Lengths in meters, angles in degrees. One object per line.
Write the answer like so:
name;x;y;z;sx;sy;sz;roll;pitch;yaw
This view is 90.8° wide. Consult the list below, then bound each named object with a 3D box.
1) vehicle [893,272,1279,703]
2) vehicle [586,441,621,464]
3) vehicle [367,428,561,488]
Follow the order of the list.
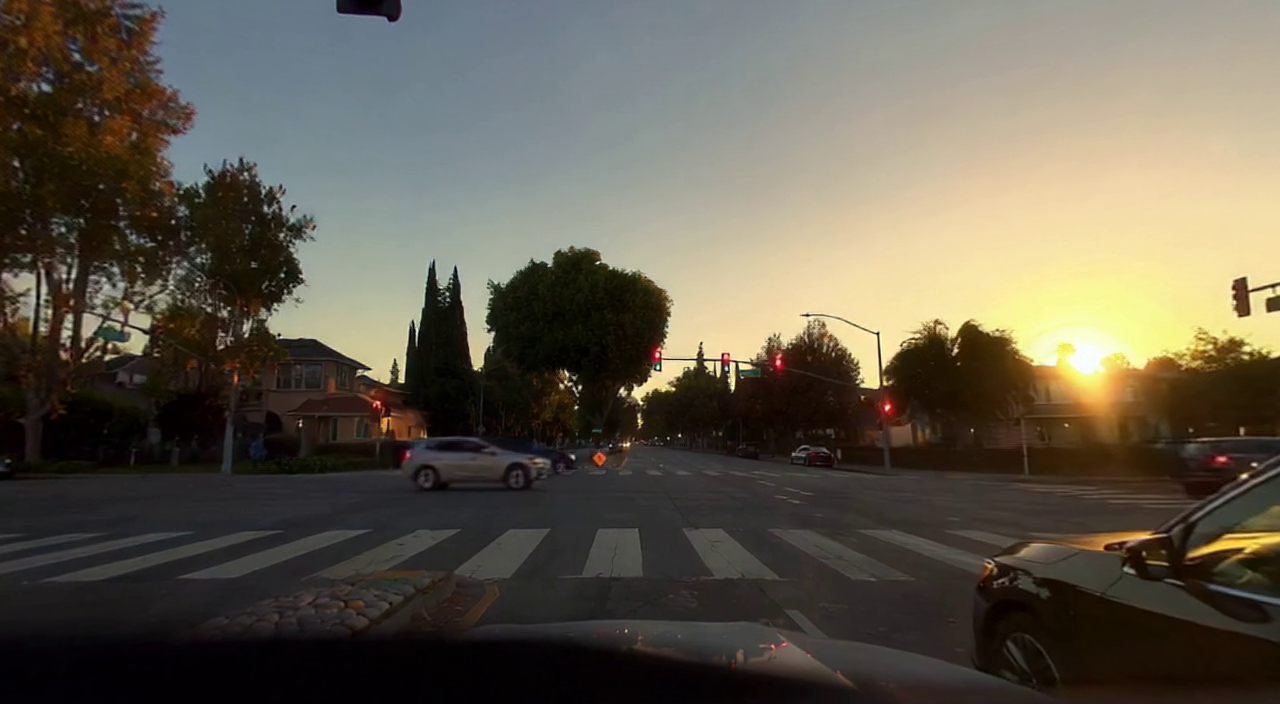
vehicle;2.731;0.710;1.726;2.085;1.800;4.908;0;-9;1
vehicle;-2.390;6.713;42.281;2.046;1.491;4.118;0;-9;1
vehicle;-5.314;3.268;19.672;5.403;1.759;2.040;0;-9;0
